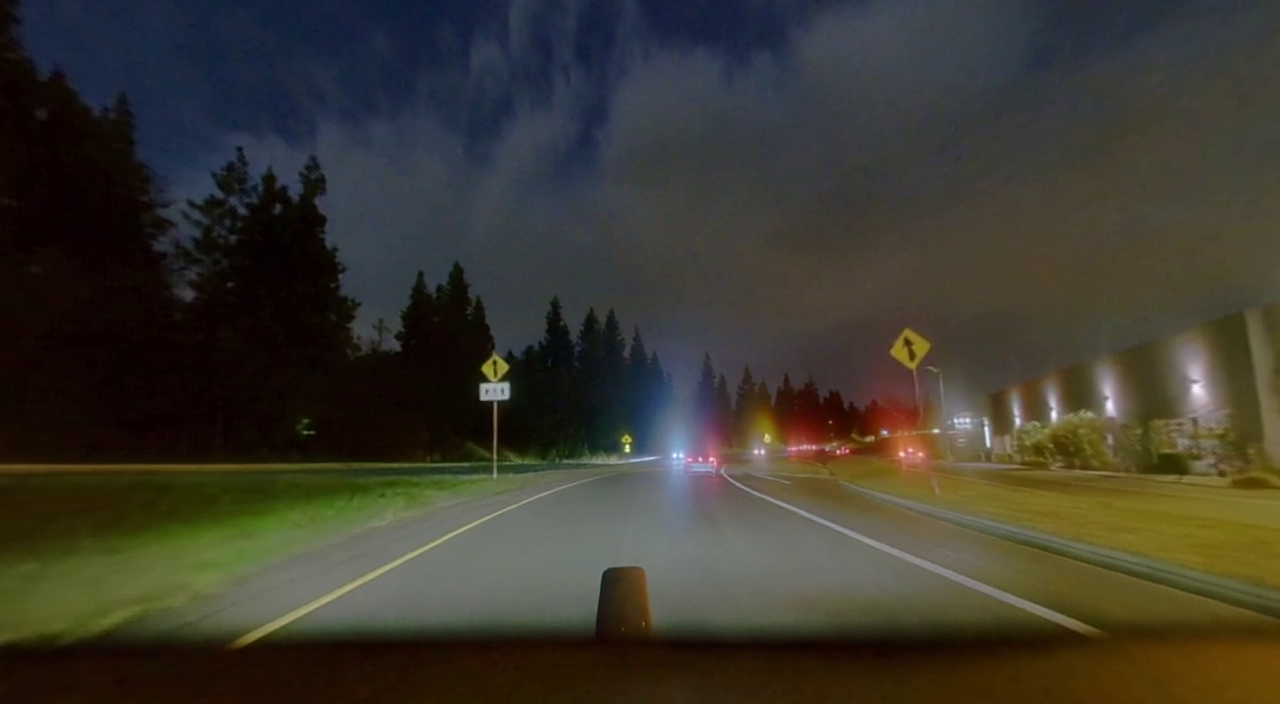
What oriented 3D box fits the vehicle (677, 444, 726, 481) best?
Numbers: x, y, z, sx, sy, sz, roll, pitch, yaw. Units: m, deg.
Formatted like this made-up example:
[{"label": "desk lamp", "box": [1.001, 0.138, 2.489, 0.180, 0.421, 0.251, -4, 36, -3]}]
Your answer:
[{"label": "vehicle", "box": [2.627, 4.804, 27.836, 1.956, 1.473, 4.640, -1, -8, 3]}]
